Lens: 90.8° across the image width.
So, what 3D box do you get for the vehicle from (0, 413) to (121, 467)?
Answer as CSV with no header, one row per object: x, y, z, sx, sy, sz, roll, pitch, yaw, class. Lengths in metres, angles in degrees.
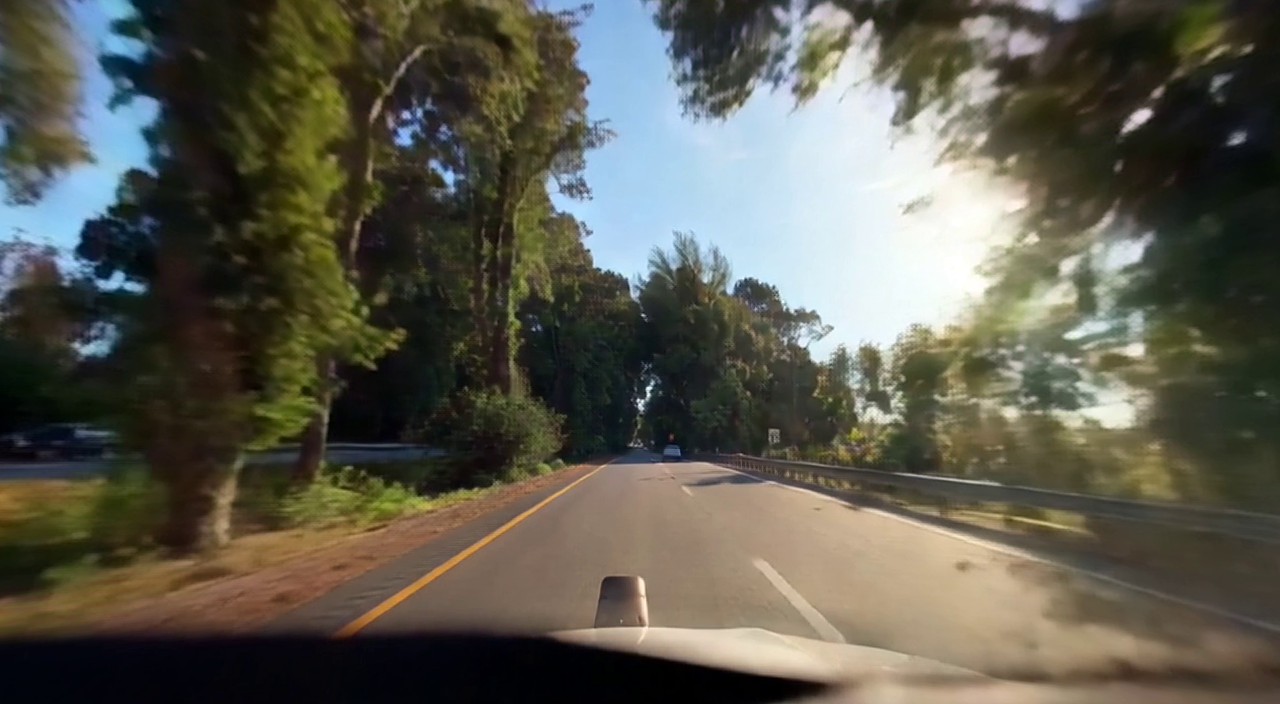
-22.203,3.259,23.226,2.055,1.776,4.879,0,-8,0,vehicle
